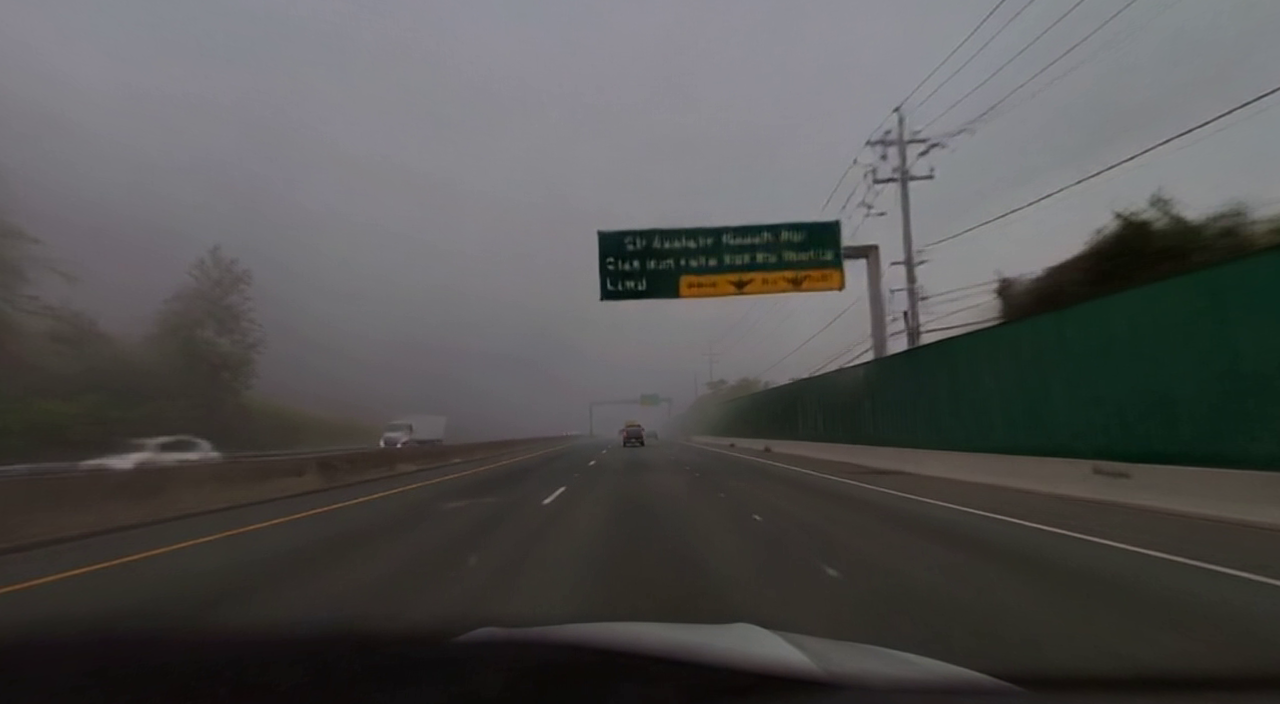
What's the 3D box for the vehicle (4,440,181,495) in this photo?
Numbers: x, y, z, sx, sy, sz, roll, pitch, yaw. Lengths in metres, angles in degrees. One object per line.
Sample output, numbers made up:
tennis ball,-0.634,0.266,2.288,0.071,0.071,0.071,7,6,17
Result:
vehicle,-16.327,3.409,19.100,1.850,1.447,3.945,0,-8,-1
